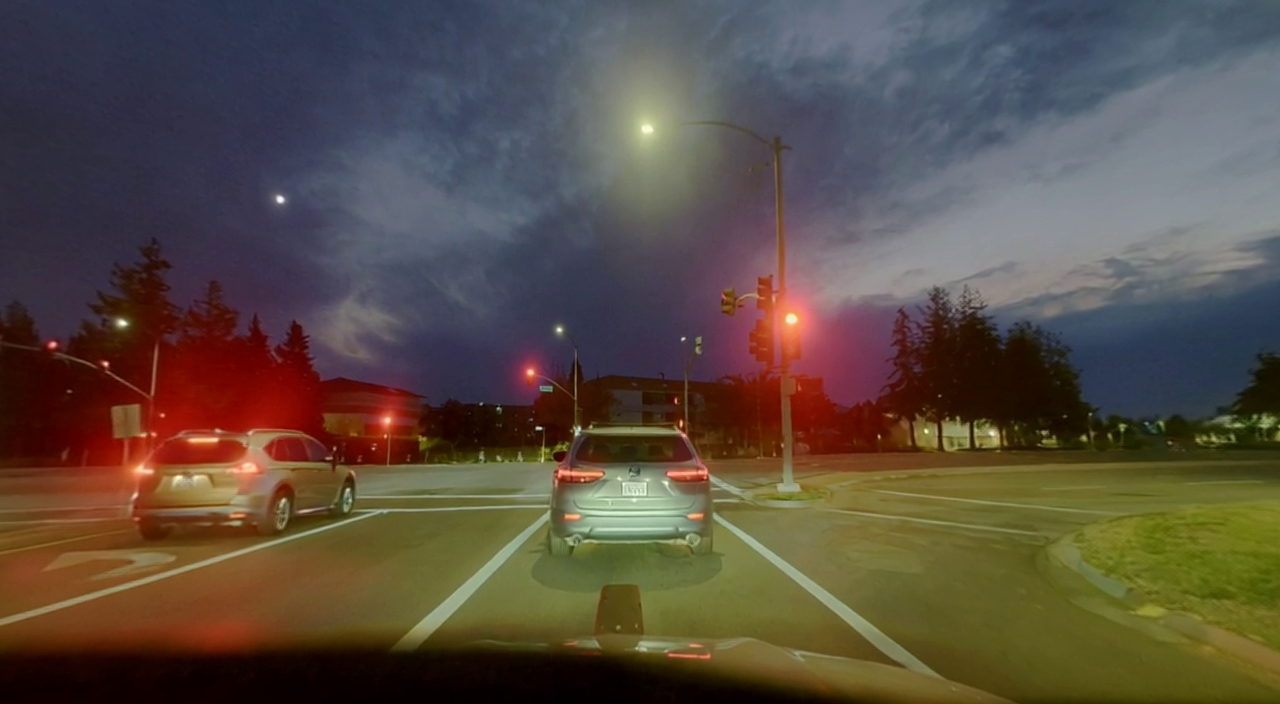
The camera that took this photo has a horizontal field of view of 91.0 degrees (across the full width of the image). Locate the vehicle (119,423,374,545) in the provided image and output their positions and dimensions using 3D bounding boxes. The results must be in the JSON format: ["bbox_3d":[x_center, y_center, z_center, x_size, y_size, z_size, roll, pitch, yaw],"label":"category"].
[{"bbox_3d":[-6.454,2.179,11.049,2.020,1.695,4.187,1,-9,-5],"label":"vehicle"}]

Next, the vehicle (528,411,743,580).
[{"bbox_3d":[-0.194,1.754,8.471,2.154,1.670,4.140,1,-9,-4],"label":"vehicle"}]
